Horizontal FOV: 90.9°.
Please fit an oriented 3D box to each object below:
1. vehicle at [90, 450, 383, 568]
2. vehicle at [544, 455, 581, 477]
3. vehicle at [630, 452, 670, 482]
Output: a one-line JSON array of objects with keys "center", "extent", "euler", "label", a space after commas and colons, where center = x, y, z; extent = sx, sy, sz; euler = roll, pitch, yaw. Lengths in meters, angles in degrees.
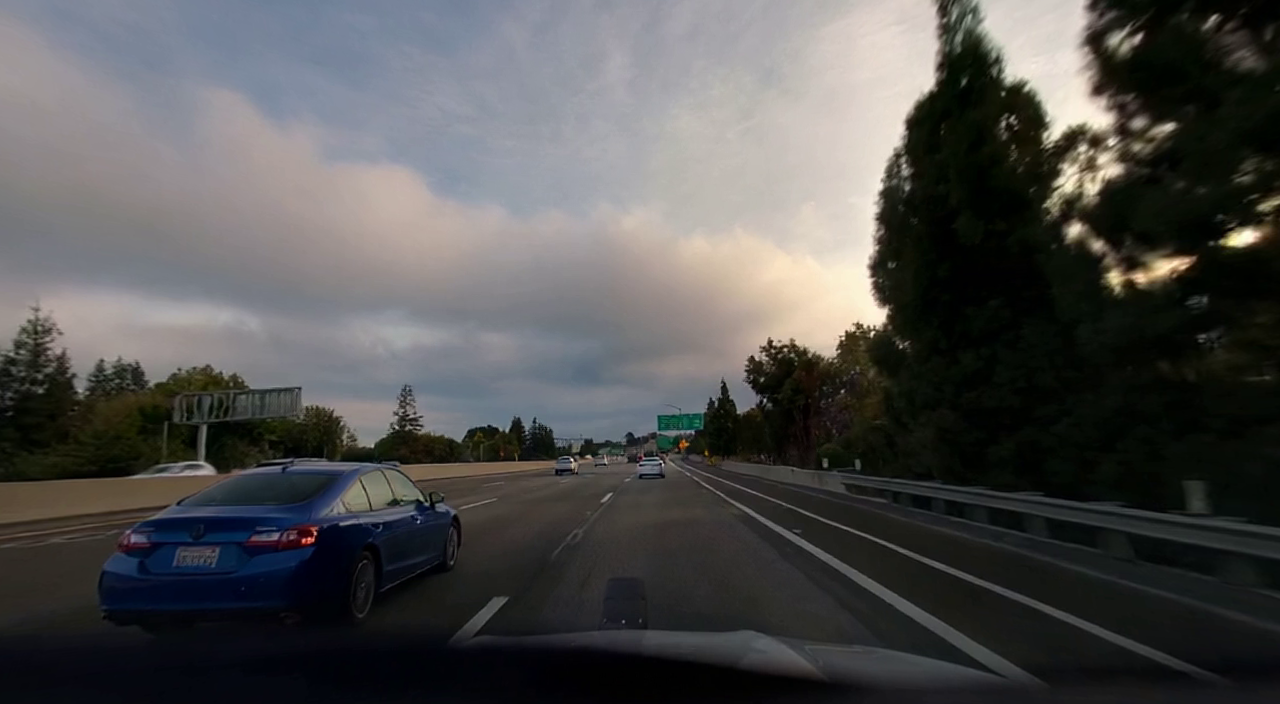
[{"center": [-6.367, 2.466, 10.753], "extent": [2.075, 1.528, 4.327], "euler": [-1, -8, 1], "label": "vehicle"}, {"center": [-5.810, 8.593, 47.762], "extent": [2.018, 1.519, 4.380], "euler": [-1, -8, 3], "label": "vehicle"}, {"center": [0.547, 6.268, 34.610], "extent": [2.051, 1.443, 3.770], "euler": [-1, -8, 1], "label": "vehicle"}]
